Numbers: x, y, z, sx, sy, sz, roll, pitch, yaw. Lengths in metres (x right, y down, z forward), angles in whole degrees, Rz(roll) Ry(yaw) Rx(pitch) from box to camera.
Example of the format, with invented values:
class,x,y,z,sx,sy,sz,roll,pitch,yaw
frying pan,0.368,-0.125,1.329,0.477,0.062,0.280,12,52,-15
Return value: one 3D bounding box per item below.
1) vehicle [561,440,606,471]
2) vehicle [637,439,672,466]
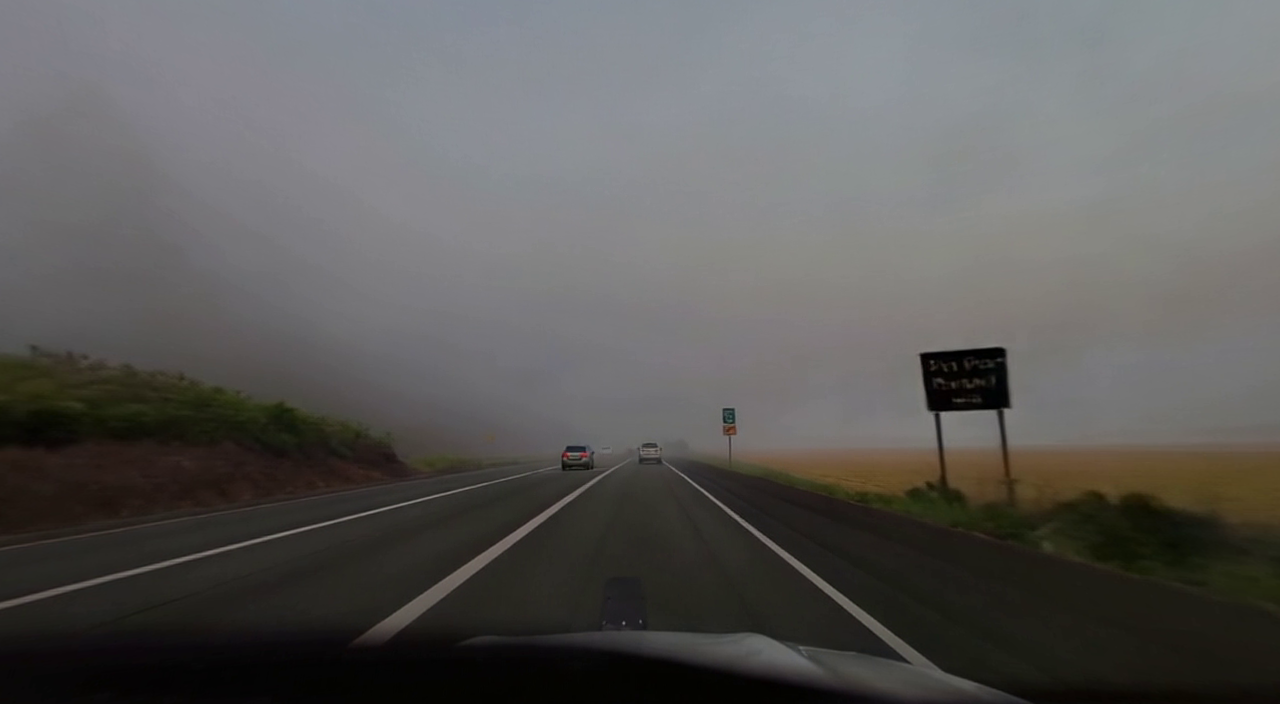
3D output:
class,x,y,z,sx,sy,sz,roll,pitch,yaw
vehicle,-3.143,5.868,35.891,2.028,1.634,4.441,-1,-8,2
vehicle,0.988,6.964,43.848,2.259,1.697,4.106,0,-8,1
